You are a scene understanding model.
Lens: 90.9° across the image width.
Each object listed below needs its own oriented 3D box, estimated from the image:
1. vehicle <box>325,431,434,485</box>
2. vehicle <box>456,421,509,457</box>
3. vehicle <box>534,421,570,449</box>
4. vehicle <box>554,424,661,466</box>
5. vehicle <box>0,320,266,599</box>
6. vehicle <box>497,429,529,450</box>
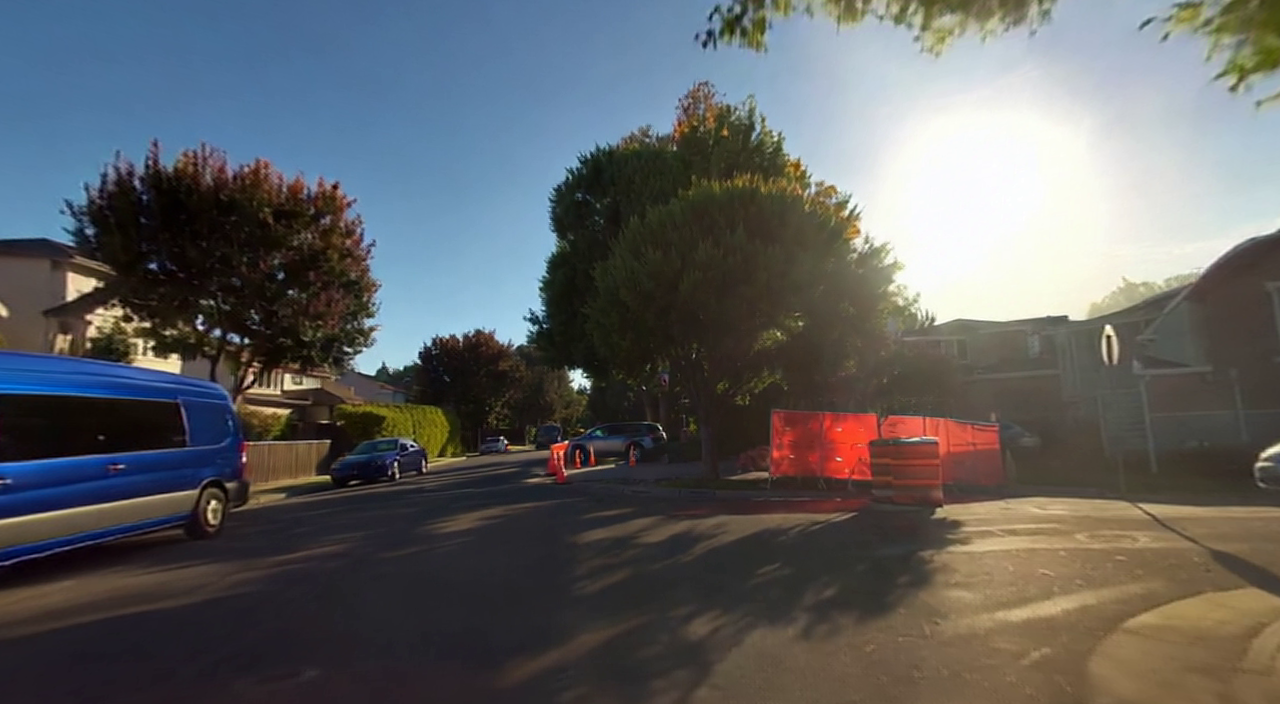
[{"bbox_3d":[-8.037,3.263,19.879,1.899,1.524,4.082,0,-7,-4],"label":"vehicle"},{"bbox_3d":[-9.125,5.084,36.920,2.042,1.937,4.960,0,-7,-3],"label":"vehicle"},{"bbox_3d":[-6.578,6.263,47.724,2.219,1.984,4.712,0,-7,-3],"label":"vehicle"},{"bbox_3d":[-1.148,3.537,24.236,1.827,1.436,4.070,-6,-10,39],"label":"vehicle"},{"bbox_3d":[-7.025,1.128,6.836,2.284,2.500,7.006,-2,-6,-5],"label":"vehicle"},{"bbox_3d":[-9.577,6.634,47.657,1.765,1.493,4.130,0,-7,-4],"label":"vehicle"}]
